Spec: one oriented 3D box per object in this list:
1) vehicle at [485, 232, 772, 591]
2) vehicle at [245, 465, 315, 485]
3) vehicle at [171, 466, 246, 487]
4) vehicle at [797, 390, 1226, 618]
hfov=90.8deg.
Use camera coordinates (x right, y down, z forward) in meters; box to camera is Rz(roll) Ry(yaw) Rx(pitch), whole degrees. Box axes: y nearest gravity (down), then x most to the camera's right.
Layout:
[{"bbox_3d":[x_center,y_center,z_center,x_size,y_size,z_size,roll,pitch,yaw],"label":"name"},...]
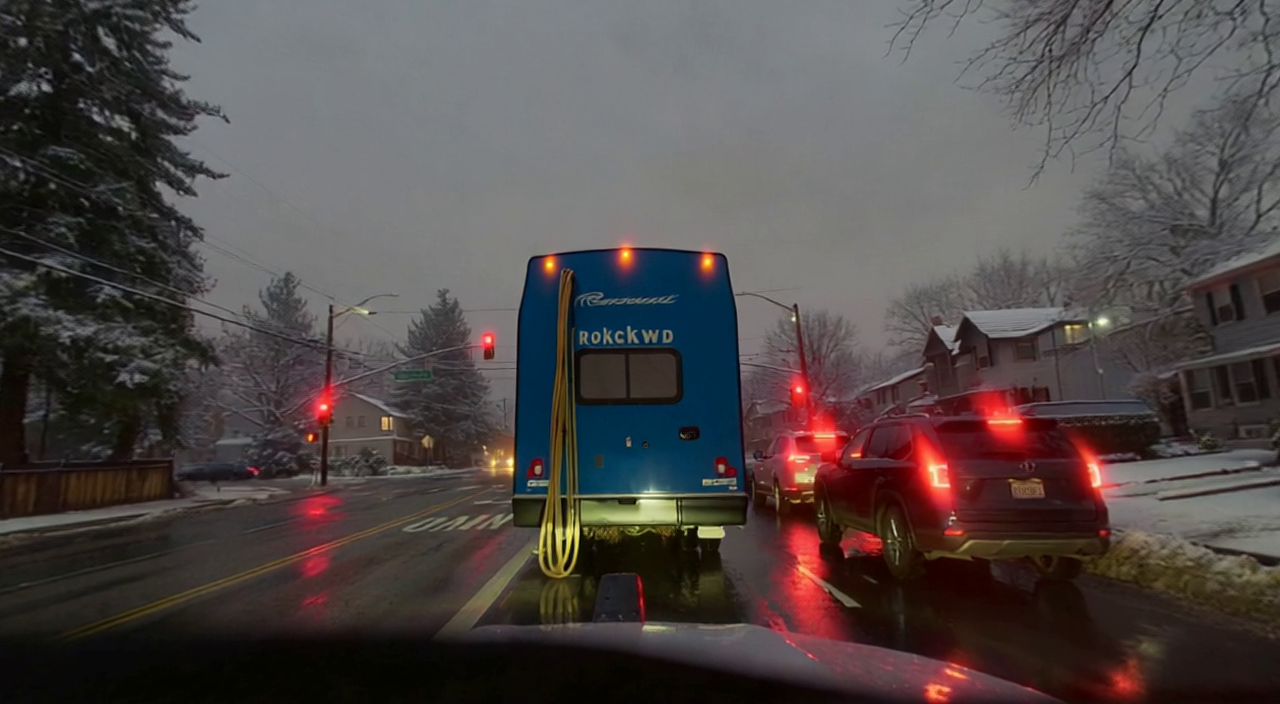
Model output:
[{"bbox_3d":[-0.110,1.123,10.275,2.709,3.511,8.213,0,-9,0],"label":"vehicle"},{"bbox_3d":[-27.395,9.358,48.149,4.187,1.445,1.809,0,-9,0],"label":"vehicle"},{"bbox_3d":[-32.695,9.406,47.960,4.311,1.458,1.707,0,-9,-3],"label":"vehicle"},{"bbox_3d":[3.410,1.494,7.129,2.104,1.735,4.408,0,-9,0],"label":"vehicle"}]
